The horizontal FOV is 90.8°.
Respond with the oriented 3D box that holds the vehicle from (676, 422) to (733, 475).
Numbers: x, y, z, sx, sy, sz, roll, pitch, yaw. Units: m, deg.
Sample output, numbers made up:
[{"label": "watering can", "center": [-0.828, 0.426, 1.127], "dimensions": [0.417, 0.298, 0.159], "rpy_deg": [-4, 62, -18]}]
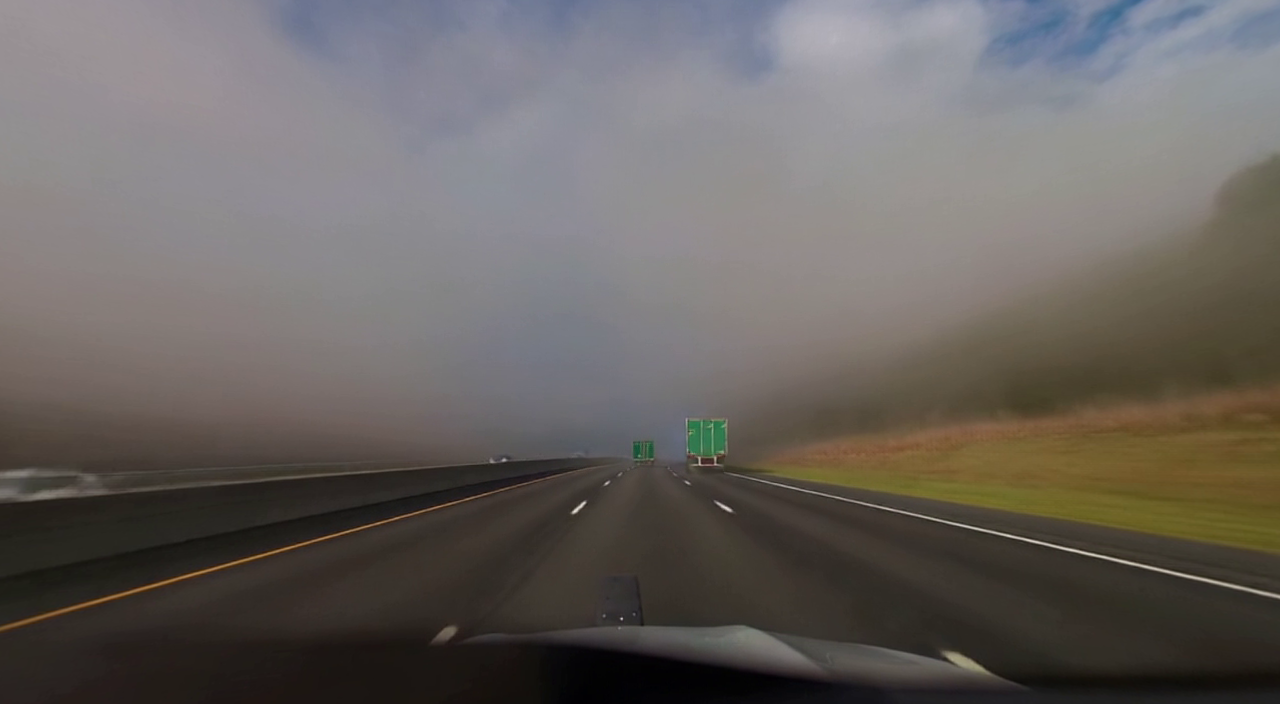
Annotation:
[{"label": "vehicle", "center": [4.450, 6.961, 45.482], "dimensions": [2.960, 3.381, 8.914], "rpy_deg": [0, -9, -1]}]
